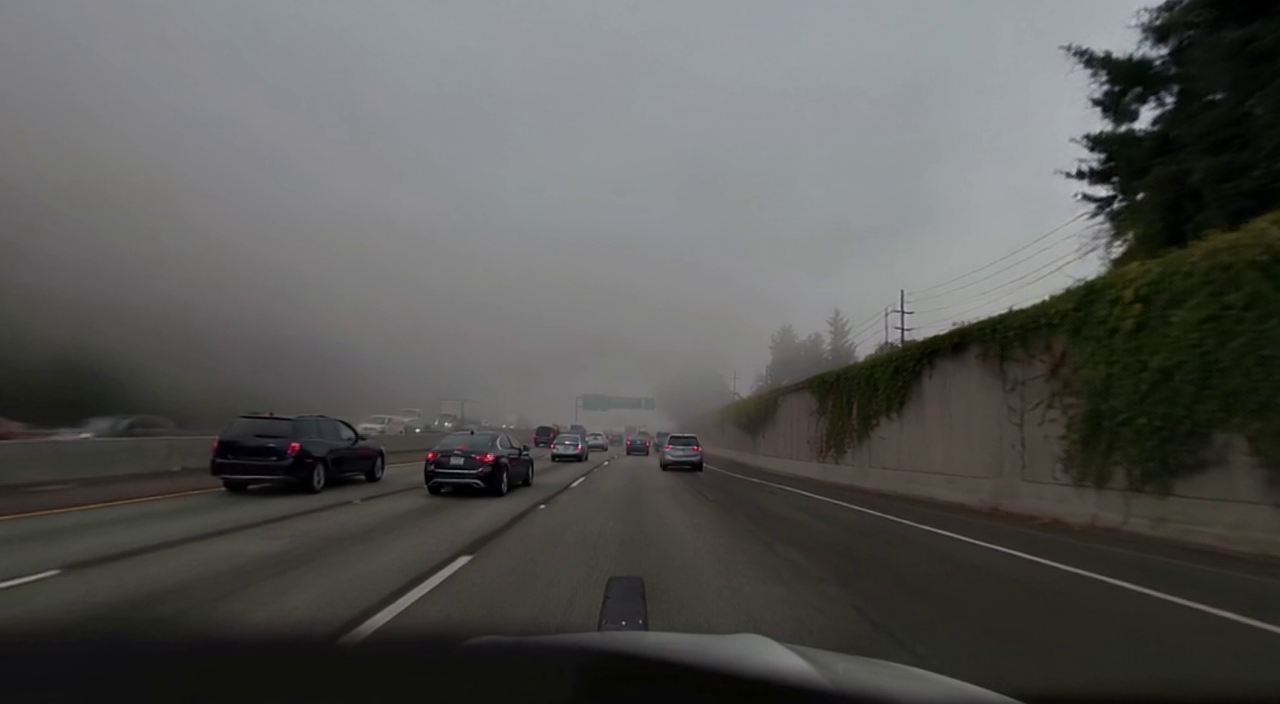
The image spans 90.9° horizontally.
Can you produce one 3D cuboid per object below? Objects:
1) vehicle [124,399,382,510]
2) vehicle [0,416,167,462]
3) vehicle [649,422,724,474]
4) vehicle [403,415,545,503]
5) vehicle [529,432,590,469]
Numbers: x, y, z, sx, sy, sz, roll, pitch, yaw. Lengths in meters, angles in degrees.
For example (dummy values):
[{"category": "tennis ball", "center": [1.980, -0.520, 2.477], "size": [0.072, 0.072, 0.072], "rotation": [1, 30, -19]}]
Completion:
[{"category": "vehicle", "center": [-7.341, 2.017, 12.752], "size": [2.222, 1.825, 4.640], "rotation": [0, -8, 0]}, {"category": "vehicle", "center": [-20.148, 3.209, 23.115], "size": [1.871, 1.485, 4.758], "rotation": [0, -8, 1]}, {"category": "vehicle", "center": [1.932, 4.338, 28.700], "size": [2.793, 2.132, 5.682], "rotation": [0, -8, -2]}, {"category": "vehicle", "center": [-3.617, 2.437, 14.715], "size": [2.026, 1.719, 4.490], "rotation": [0, -8, 1]}, {"category": "vehicle", "center": [-3.497, 4.414, 28.415], "size": [2.049, 1.530, 4.707], "rotation": [0, -8, 1]}]
